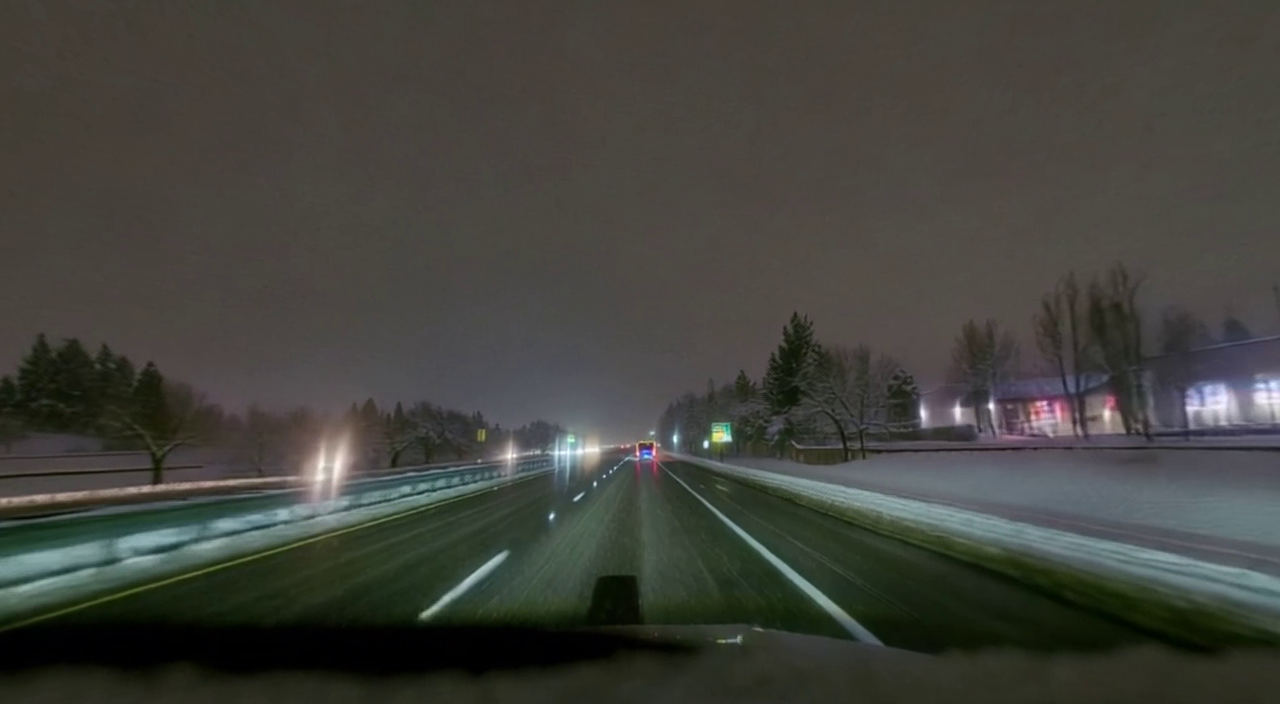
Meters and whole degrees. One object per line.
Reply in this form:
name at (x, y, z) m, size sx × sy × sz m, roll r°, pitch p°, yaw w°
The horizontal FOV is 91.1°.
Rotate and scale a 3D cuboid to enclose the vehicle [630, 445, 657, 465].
vehicle at (0.286, 8.064, 49.442) m, size 2.014 × 1.507 × 3.960 m, roll 0°, pitch -9°, yaw 0°
